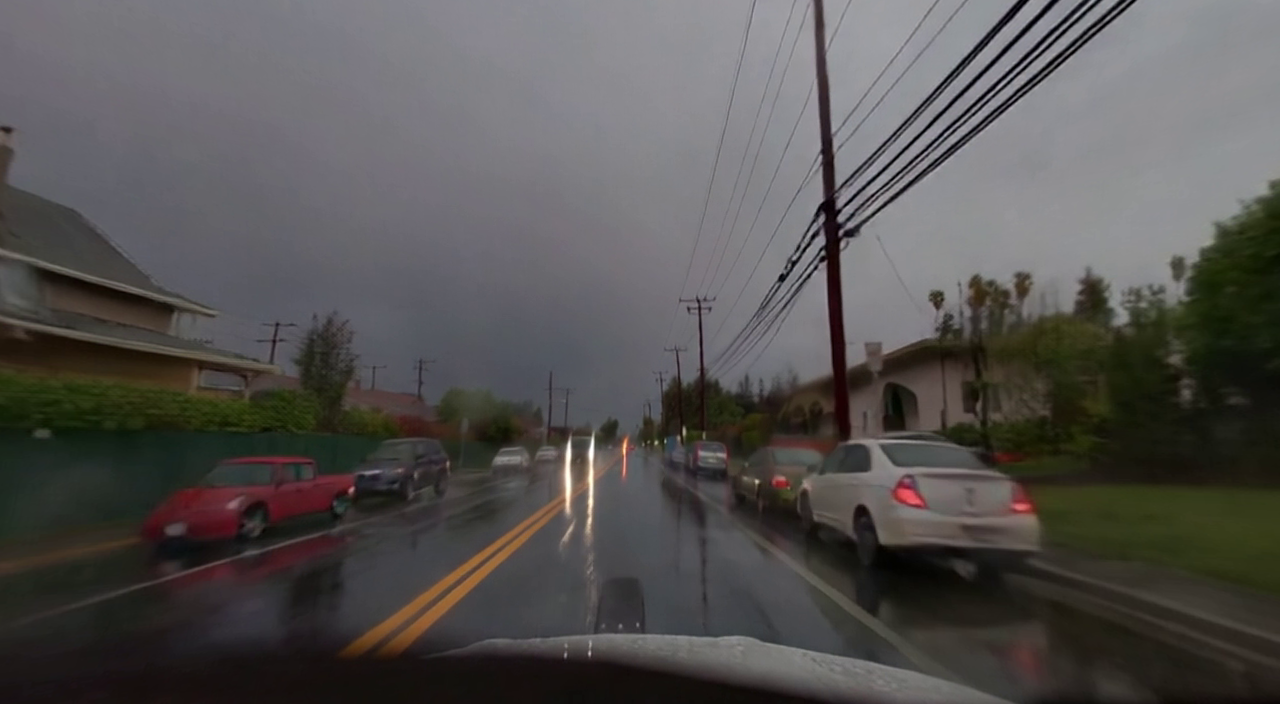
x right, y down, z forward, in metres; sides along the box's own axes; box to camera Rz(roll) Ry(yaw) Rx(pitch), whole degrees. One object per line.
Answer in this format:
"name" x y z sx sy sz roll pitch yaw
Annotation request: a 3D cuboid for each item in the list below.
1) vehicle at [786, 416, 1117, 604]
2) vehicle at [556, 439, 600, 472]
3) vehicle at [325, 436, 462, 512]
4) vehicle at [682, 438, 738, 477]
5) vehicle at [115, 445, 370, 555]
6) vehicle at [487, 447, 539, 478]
"vehicle" 3.208 1.697 7.676 1.826 1.614 4.241 0 -9 0
"vehicle" -3.696 6.290 38.526 2.210 1.838 4.854 0 -9 0
"vehicle" -6.744 3.321 17.957 2.014 1.817 4.639 -1 -8 0
"vehicle" 3.296 5.106 30.781 2.031 1.762 4.749 0 -9 -2
"vehicle" -6.701 2.473 11.403 1.866 1.487 4.416 -1 -8 -2
"vehicle" -6.967 6.067 35.028 1.843 1.589 4.416 0 -9 1
